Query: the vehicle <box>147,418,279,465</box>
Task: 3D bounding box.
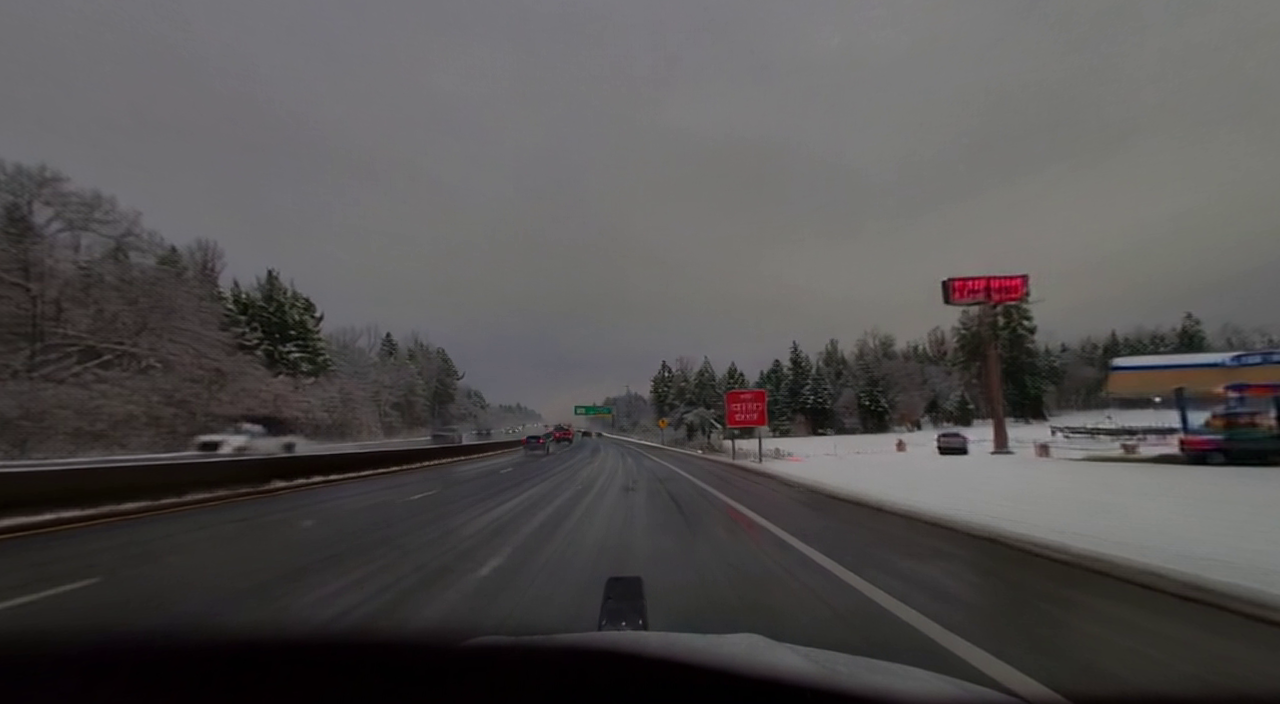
[{"bbox_3d":[-17.908,3.821,26.829,2.357,1.800,4.732,0,-8,-1],"label":"vehicle"}]
